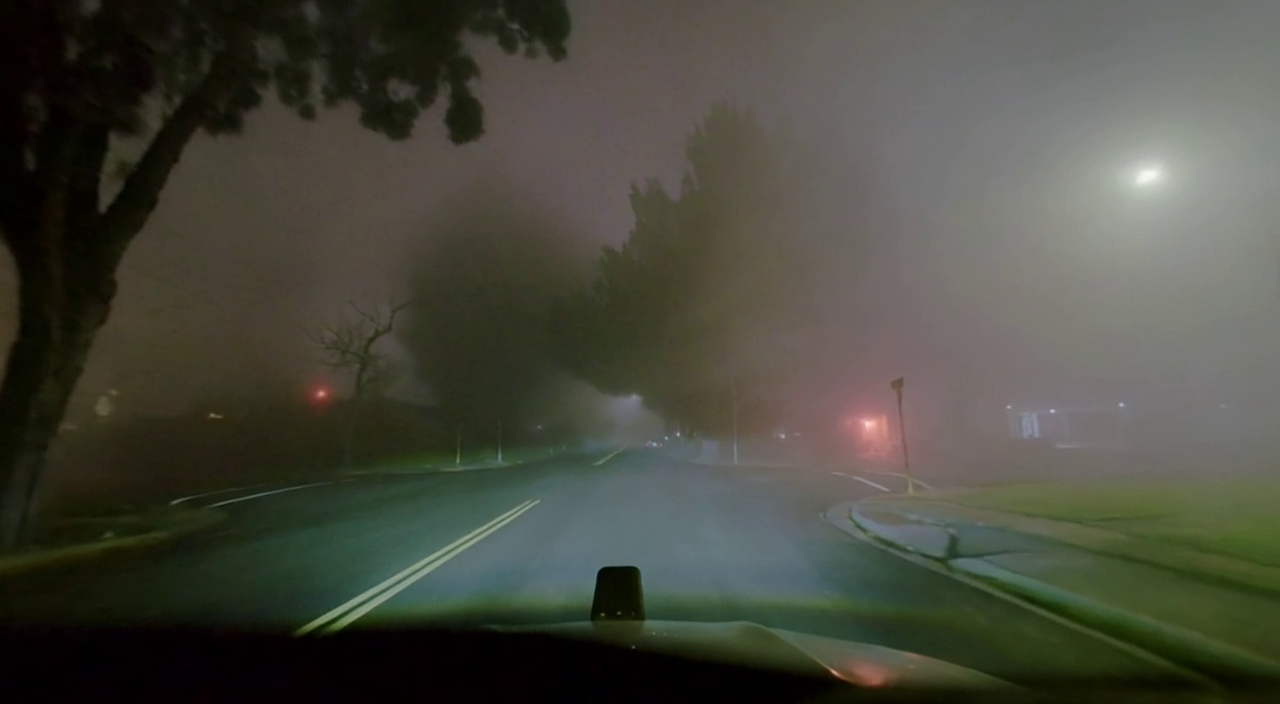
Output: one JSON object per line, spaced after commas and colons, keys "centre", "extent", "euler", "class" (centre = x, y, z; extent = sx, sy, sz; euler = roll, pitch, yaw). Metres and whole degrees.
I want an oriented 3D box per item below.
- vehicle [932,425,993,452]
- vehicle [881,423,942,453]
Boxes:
{"centre": [18.939, 5.131, 37.158], "extent": [1.803, 1.504, 4.324], "euler": [-1, -9, 8], "class": "vehicle"}
{"centre": [16.171, 5.199, 37.773], "extent": [1.829, 1.667, 4.437], "euler": [0, -9, 2], "class": "vehicle"}
